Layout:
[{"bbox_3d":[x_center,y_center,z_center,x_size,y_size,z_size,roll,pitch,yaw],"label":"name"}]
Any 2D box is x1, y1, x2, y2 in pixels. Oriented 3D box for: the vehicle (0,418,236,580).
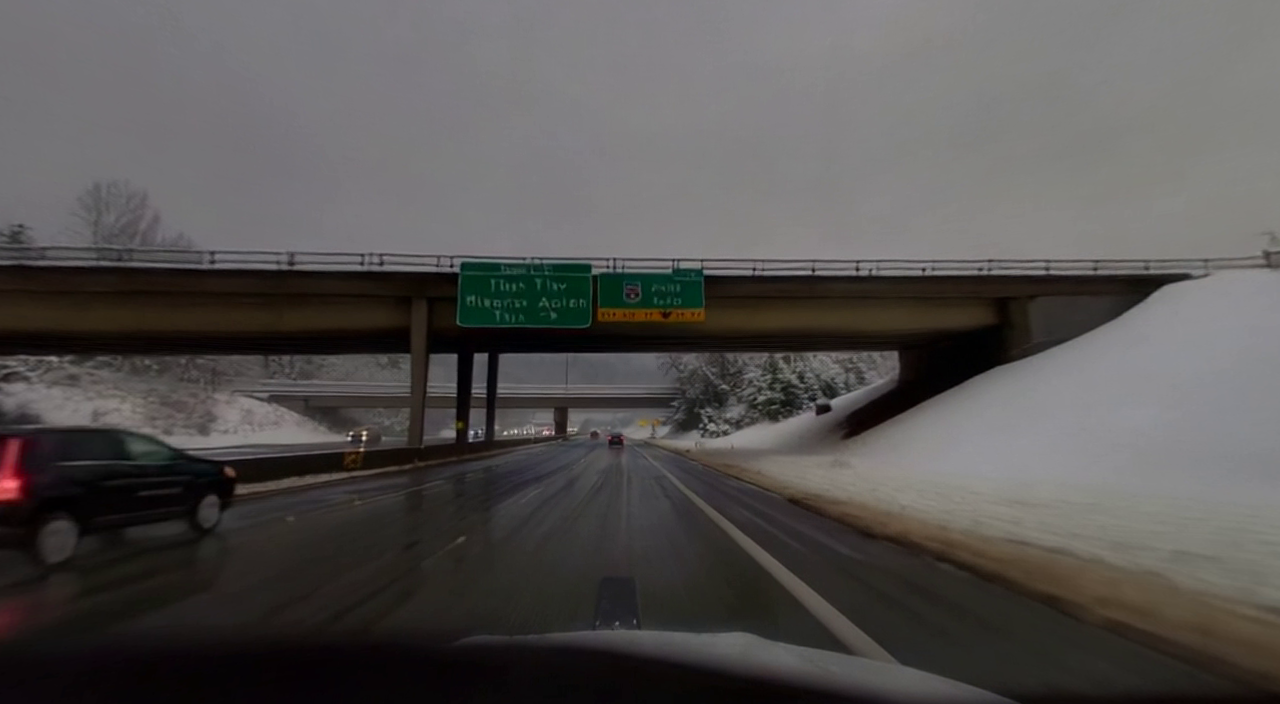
[{"bbox_3d":[-7.207,1.564,7.215,2.216,1.522,4.412,0,-7,-1],"label":"vehicle"}]
